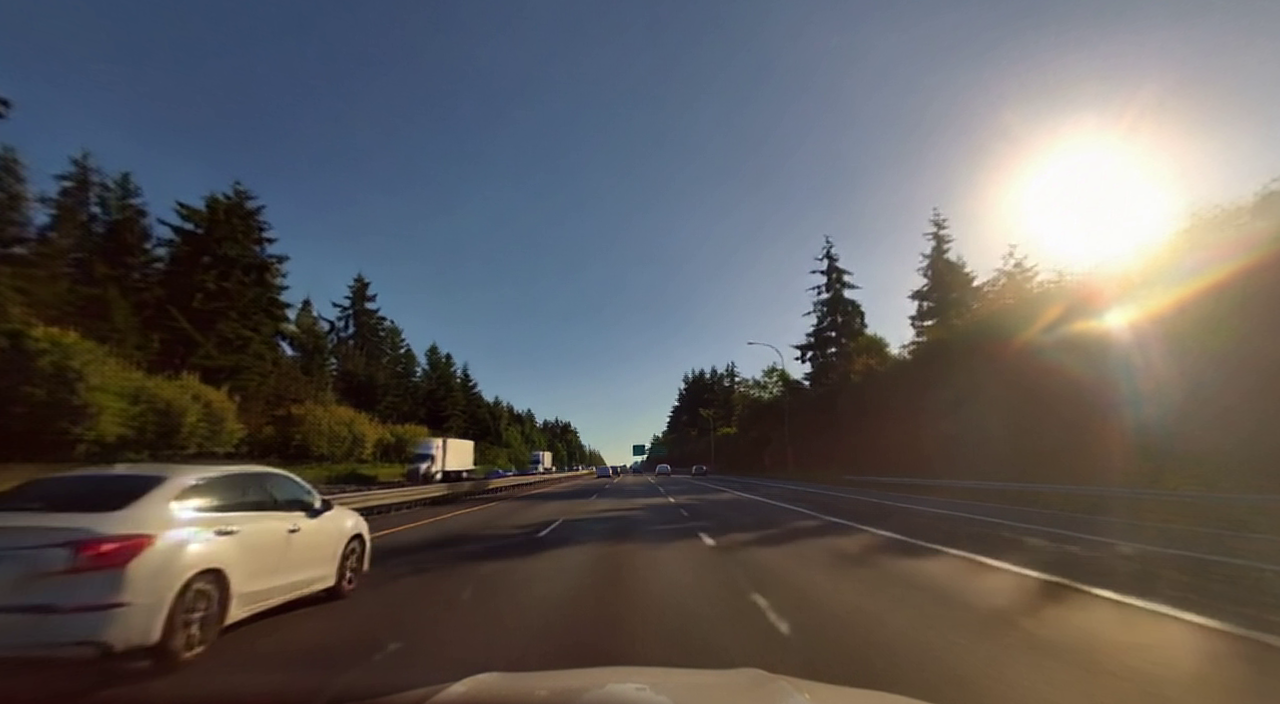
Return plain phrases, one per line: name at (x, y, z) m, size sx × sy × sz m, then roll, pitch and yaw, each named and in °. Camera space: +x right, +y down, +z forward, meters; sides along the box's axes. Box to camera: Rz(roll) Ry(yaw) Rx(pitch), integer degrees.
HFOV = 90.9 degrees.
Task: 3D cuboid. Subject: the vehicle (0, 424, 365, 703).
vehicle at (-3.740, 1.245, 3.933) m, size 1.998 × 1.427 × 4.462 m, roll 1°, pitch -10°, yaw 0°
